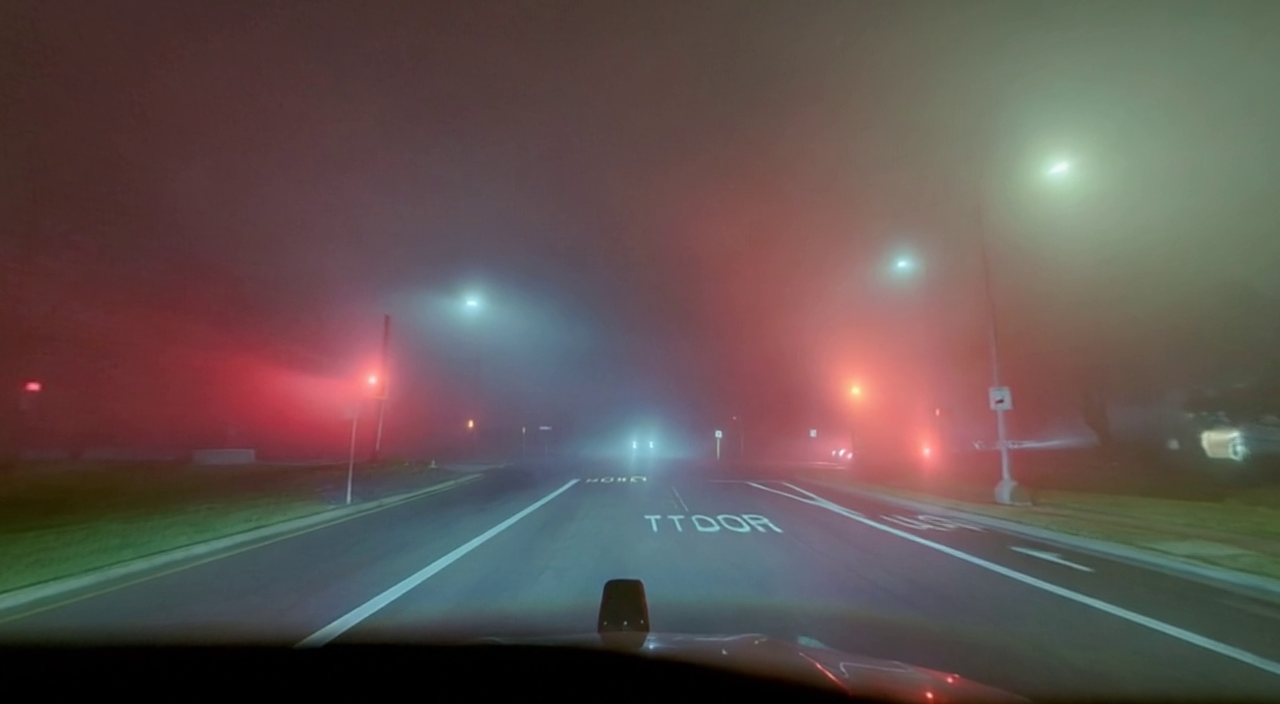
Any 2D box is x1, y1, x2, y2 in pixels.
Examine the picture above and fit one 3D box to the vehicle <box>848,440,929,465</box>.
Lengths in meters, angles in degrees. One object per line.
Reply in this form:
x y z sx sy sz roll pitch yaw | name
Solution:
17.127 6.937 43.668 4.715 1.671 2.030 0 -8 0 | vehicle
